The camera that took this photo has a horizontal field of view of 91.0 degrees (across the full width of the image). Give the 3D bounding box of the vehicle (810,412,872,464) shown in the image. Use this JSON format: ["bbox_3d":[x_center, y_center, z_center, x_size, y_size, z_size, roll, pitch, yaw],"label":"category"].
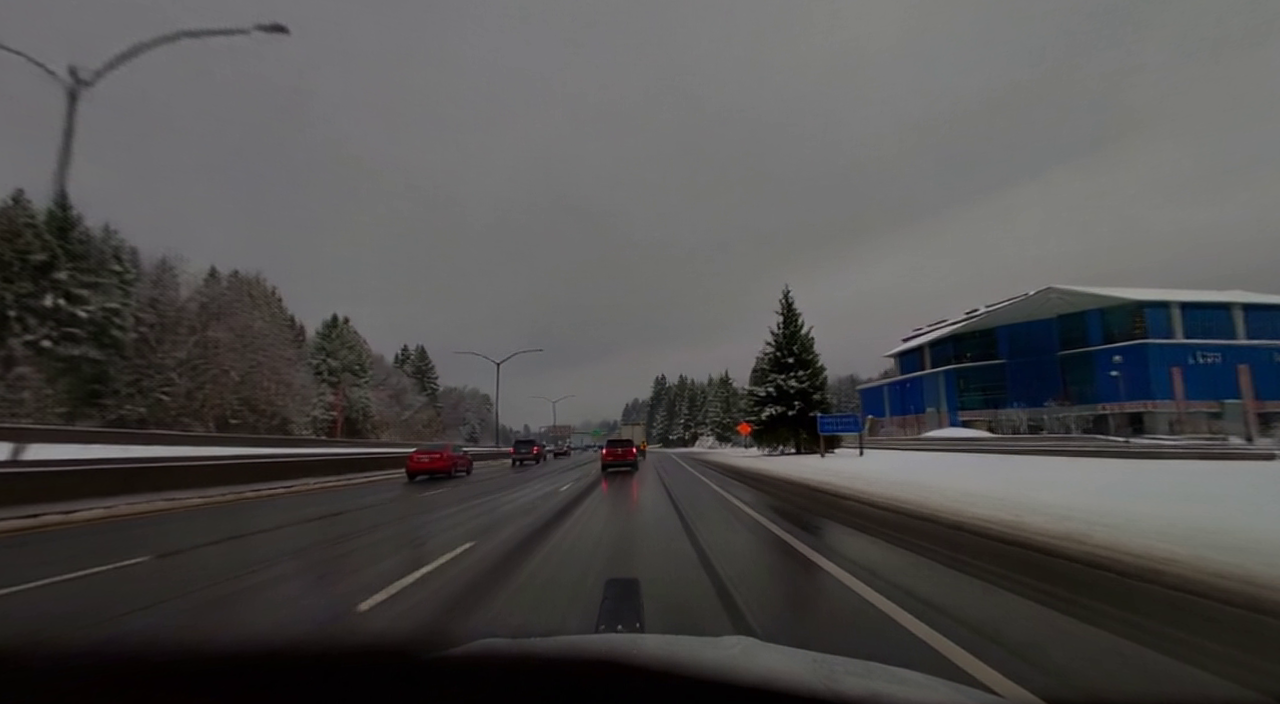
[{"bbox_3d":[14.524,6.260,45.749,2.879,3.559,4.020,0,-9,-3],"label":"vehicle"}]

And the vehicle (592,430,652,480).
[{"bbox_3d":[-0.698,4.229,26.102,2.245,1.863,4.801,0,-9,0],"label":"vehicle"}]

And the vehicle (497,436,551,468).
[{"bbox_3d":[-7.436,6.477,41.090,2.328,1.927,5.880,0,-9,1],"label":"vehicle"}]

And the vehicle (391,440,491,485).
[{"bbox_3d":[-7.235,4.041,23.449,2.074,1.495,4.643,0,-9,2],"label":"vehicle"}]
